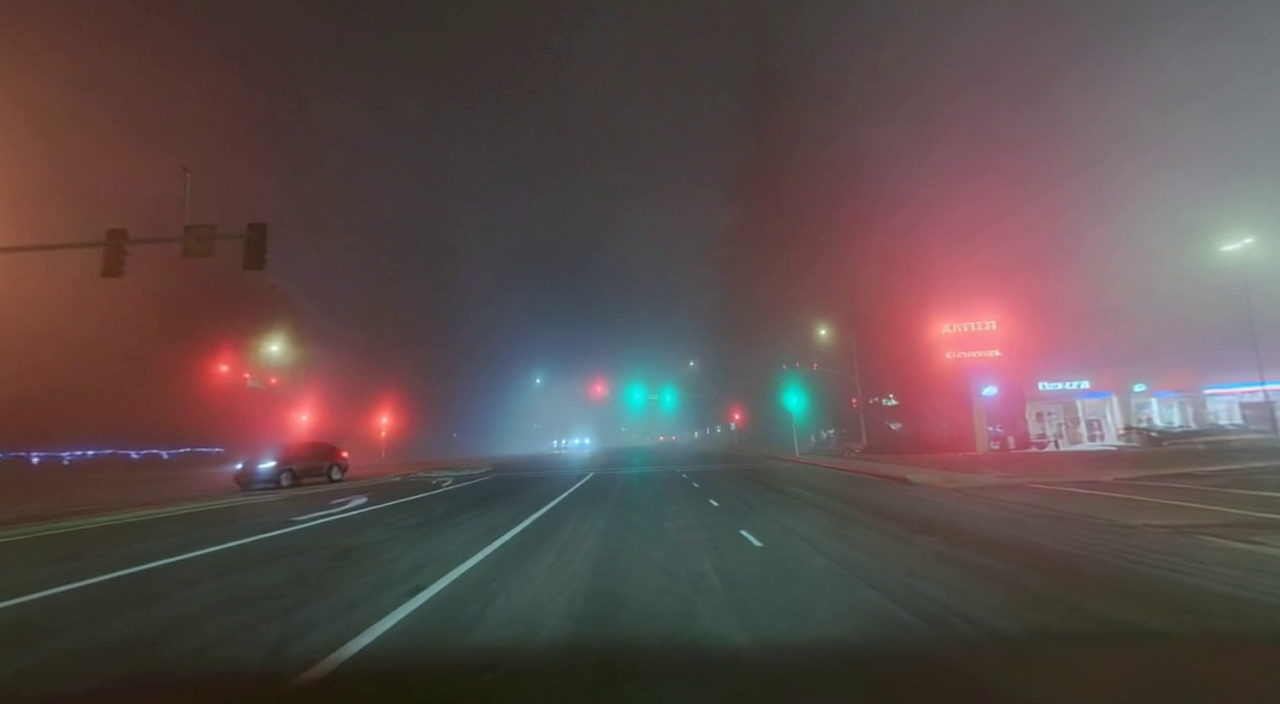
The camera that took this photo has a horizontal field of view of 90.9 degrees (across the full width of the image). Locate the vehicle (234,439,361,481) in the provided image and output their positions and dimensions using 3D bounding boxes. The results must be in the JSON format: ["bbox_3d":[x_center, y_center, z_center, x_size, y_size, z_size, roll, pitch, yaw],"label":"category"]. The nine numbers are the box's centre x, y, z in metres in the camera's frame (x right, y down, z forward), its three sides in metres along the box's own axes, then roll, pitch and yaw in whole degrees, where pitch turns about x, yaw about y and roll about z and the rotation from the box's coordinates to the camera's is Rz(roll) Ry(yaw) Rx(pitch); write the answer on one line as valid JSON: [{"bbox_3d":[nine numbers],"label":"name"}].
[{"bbox_3d":[-16.657,5.238,30.885,2.162,1.863,4.938,-8,-12,43],"label":"vehicle"}]

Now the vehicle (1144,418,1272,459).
[{"bbox_3d":[22.305,3.414,24.736,4.694,1.481,1.884,4,-9,-25],"label":"vehicle"}]
